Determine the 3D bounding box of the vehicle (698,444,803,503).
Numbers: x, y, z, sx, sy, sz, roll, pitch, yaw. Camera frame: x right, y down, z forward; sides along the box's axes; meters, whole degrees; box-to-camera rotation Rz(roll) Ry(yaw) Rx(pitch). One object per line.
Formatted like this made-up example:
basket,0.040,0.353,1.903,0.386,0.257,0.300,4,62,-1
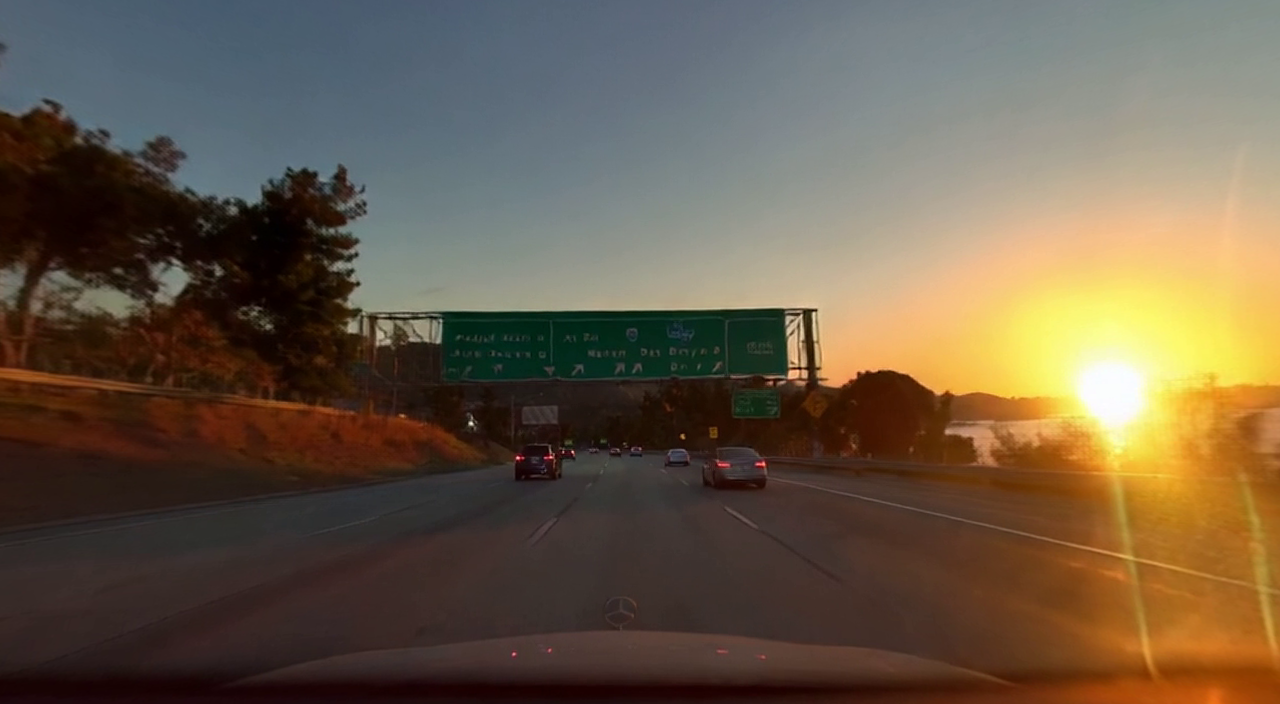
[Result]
vehicle,2.927,3.331,17.826,1.947,1.437,4.345,0,-9,-3

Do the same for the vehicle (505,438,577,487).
vehicle,-3.871,4.390,25.444,2.244,1.755,4.417,0,-9,-1

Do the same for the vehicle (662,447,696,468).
vehicle,2.811,7.683,46.072,2.021,1.447,3.985,0,-9,-3
